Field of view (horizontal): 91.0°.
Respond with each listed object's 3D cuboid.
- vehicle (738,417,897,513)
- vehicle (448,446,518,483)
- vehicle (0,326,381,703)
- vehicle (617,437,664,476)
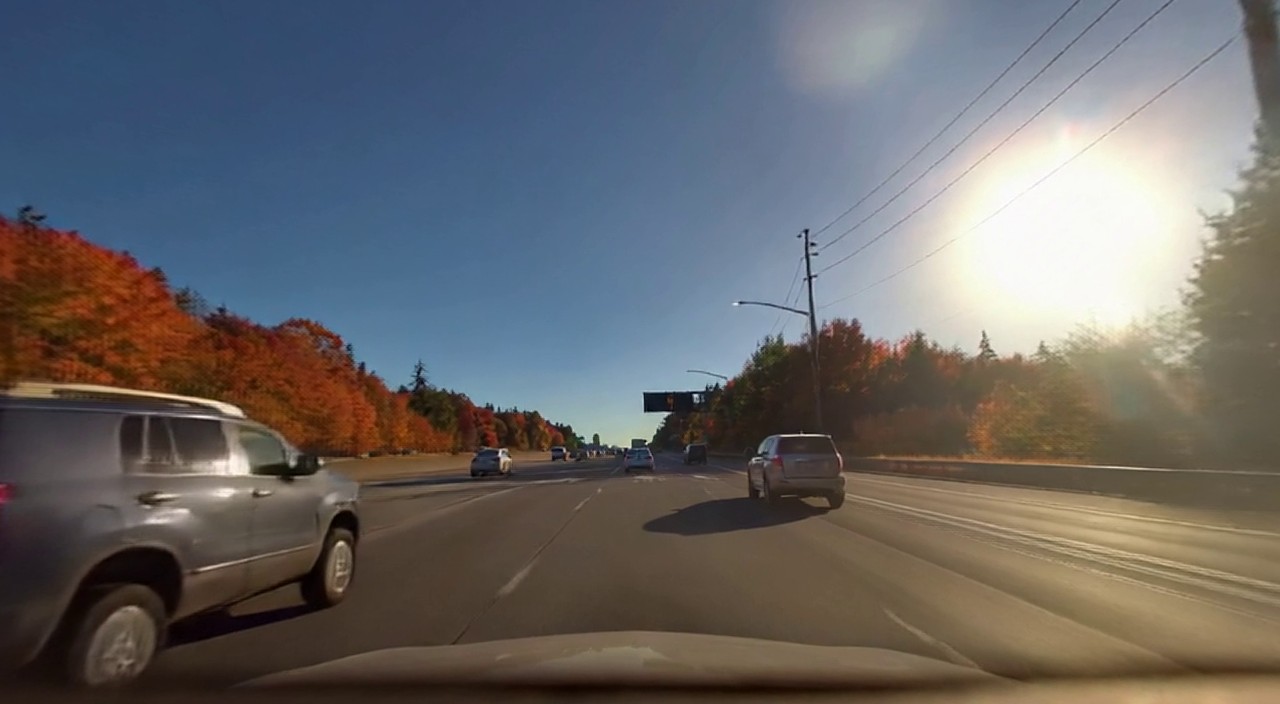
[{"bbox_3d":[4.190,2.833,16.194,2.388,1.998,5.749,0,-9,0],"label":"vehicle"},{"bbox_3d":[-7.047,5.095,28.777,2.014,1.526,4.577,0,-9,0],"label":"vehicle"},{"bbox_3d":[-3.287,0.940,2.998,2.154,1.783,4.476,0,-9,0],"label":"vehicle"},{"bbox_3d":[0.046,5.650,34.270,2.372,1.957,5.121,0,-9,0],"label":"vehicle"}]
